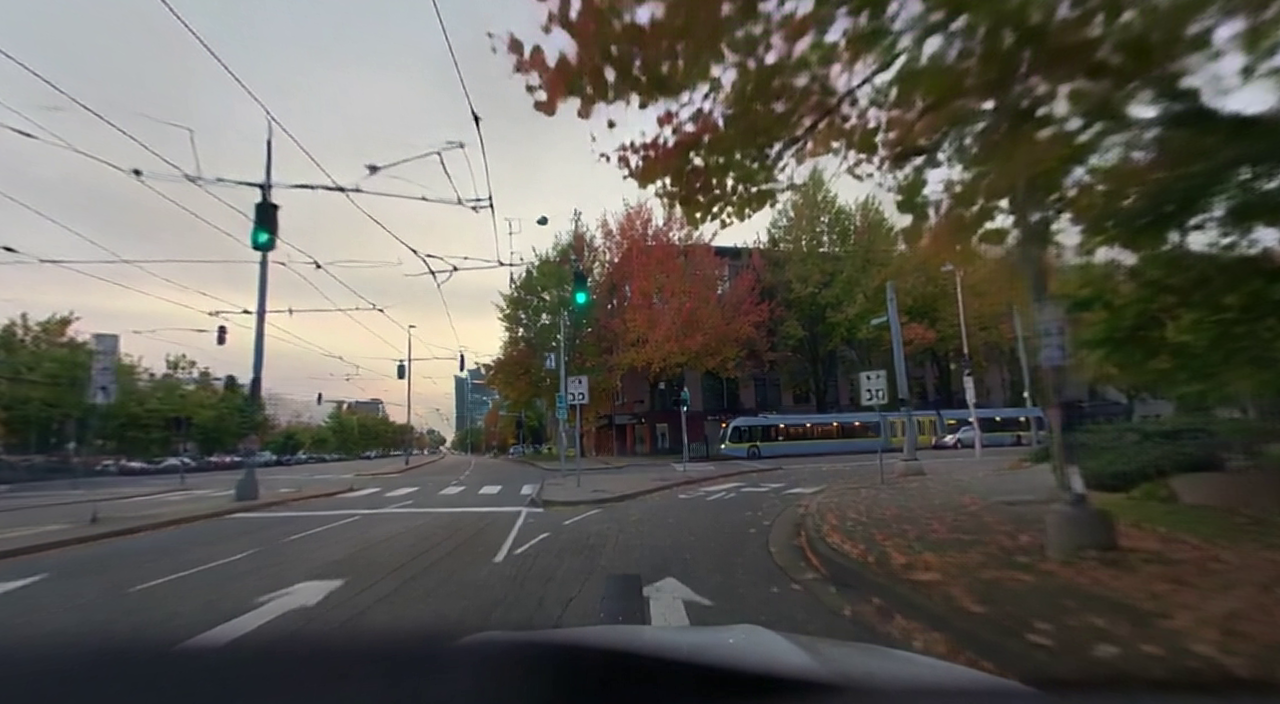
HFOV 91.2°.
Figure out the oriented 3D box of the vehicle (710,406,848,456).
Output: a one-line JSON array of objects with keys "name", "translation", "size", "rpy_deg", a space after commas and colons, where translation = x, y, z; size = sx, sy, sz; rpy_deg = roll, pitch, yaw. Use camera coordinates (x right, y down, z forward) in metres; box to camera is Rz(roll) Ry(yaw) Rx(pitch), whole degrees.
[{"name": "vehicle", "translation": [11.007, 6.340, 49.839], "size": [10.391, 3.725, 2.904], "rpy_deg": [2, -9, -14]}]
